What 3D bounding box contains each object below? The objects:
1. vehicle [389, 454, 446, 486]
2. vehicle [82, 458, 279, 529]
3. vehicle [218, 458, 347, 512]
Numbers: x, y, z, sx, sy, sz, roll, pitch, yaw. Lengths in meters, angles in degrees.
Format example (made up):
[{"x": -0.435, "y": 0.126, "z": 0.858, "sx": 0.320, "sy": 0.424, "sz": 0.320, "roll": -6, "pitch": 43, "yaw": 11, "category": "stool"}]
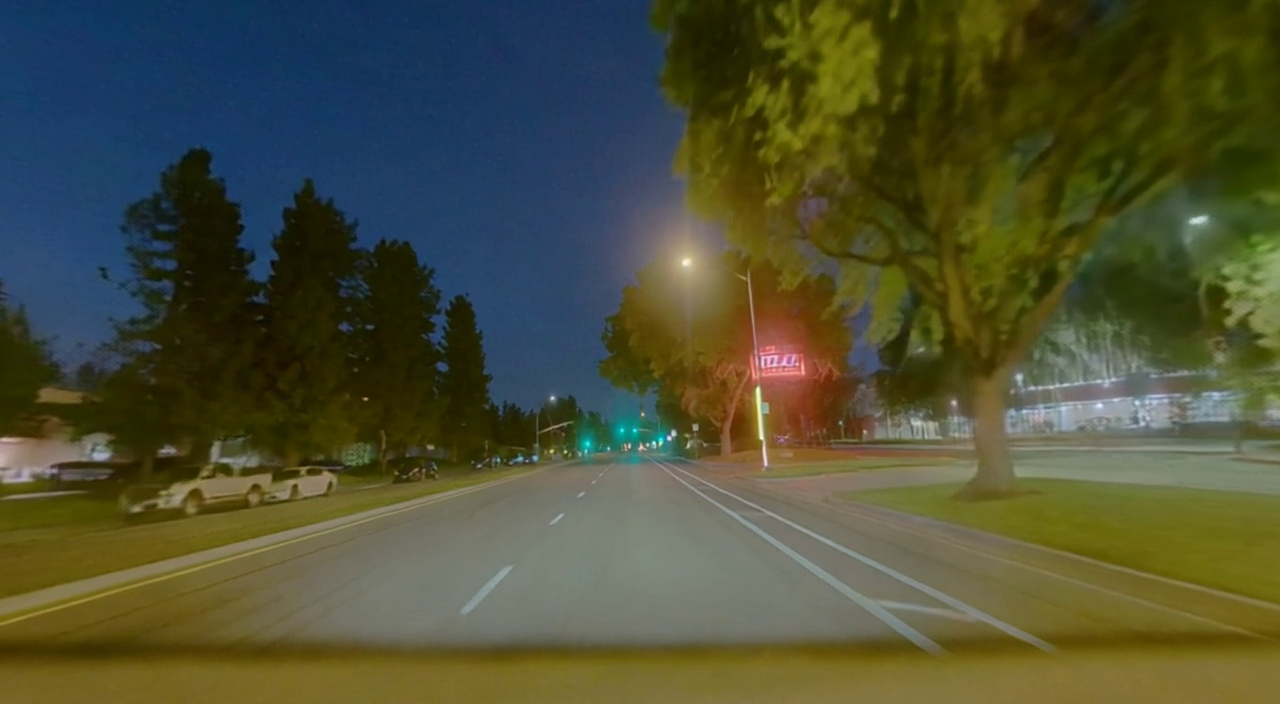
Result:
[{"x": -12.821, "y": 6.799, "z": 36.672, "sx": 1.953, "sy": 1.558, "sz": 3.839, "roll": -6, "pitch": -8, "yaw": -2, "category": "vehicle"}, {"x": -12.444, "y": 3.811, "z": 17.643, "sx": 1.897, "sy": 1.564, "sz": 4.875, "roll": 0, "pitch": -9, "yaw": -1, "category": "vehicle"}, {"x": -12.528, "y": 4.656, "z": 22.531, "sx": 2.040, "sy": 1.424, "sz": 4.594, "roll": -5, "pitch": -8, "yaw": -1, "category": "vehicle"}]
